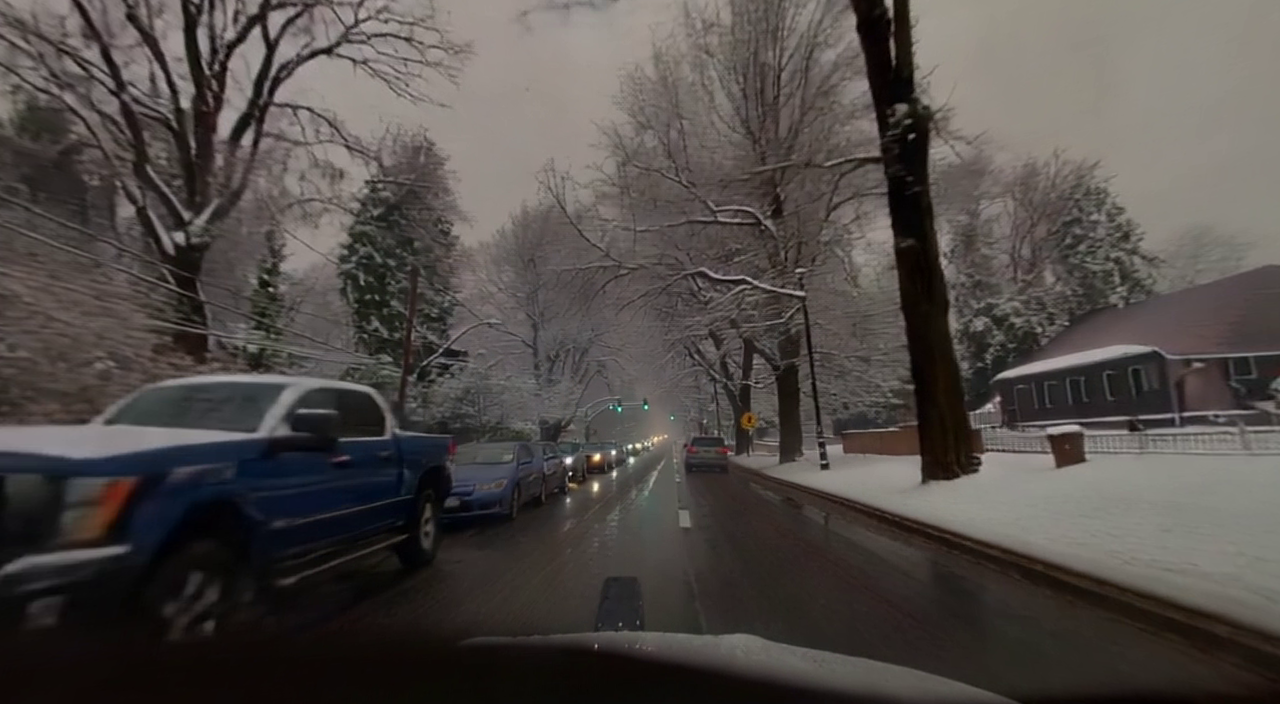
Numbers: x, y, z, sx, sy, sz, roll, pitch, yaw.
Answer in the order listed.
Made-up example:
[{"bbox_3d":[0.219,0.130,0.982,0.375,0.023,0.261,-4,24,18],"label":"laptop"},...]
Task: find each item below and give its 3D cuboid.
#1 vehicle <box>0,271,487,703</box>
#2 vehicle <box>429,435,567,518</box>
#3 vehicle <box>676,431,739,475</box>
[{"bbox_3d":[-3.172,1.043,5.271,2.405,2.058,5.193,0,-9,1],"label":"vehicle"},{"bbox_3d":[-2.783,2.540,13.370,1.807,1.475,3.952,-1,-9,3],"label":"vehicle"},{"bbox_3d":[2.707,4.191,26.380,2.258,1.682,4.635,0,-9,2],"label":"vehicle"}]
